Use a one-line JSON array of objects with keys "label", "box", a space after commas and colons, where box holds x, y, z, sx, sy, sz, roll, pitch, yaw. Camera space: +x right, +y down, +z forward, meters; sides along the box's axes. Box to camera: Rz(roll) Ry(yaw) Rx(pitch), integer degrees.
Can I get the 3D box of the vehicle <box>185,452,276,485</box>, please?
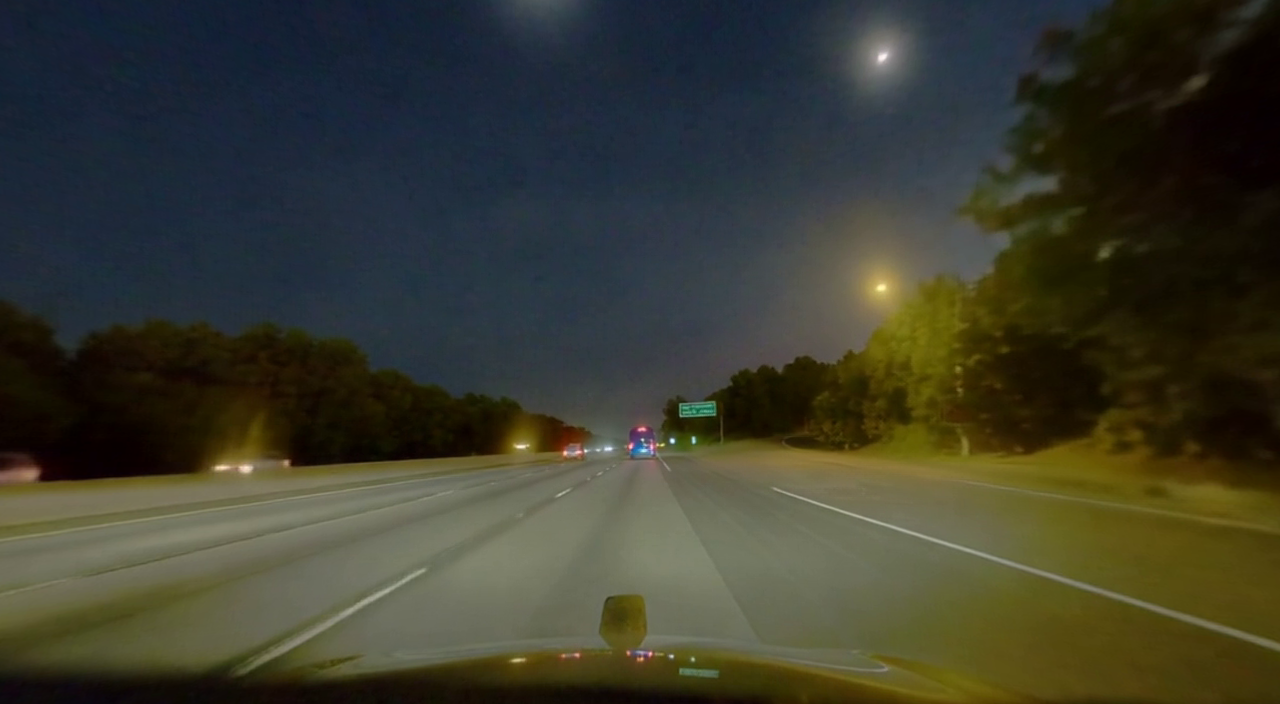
[{"label": "vehicle", "box": [-21.584, 6.141, 33.466, 1.870, 1.558, 4.388, 0, -8, 0]}]
